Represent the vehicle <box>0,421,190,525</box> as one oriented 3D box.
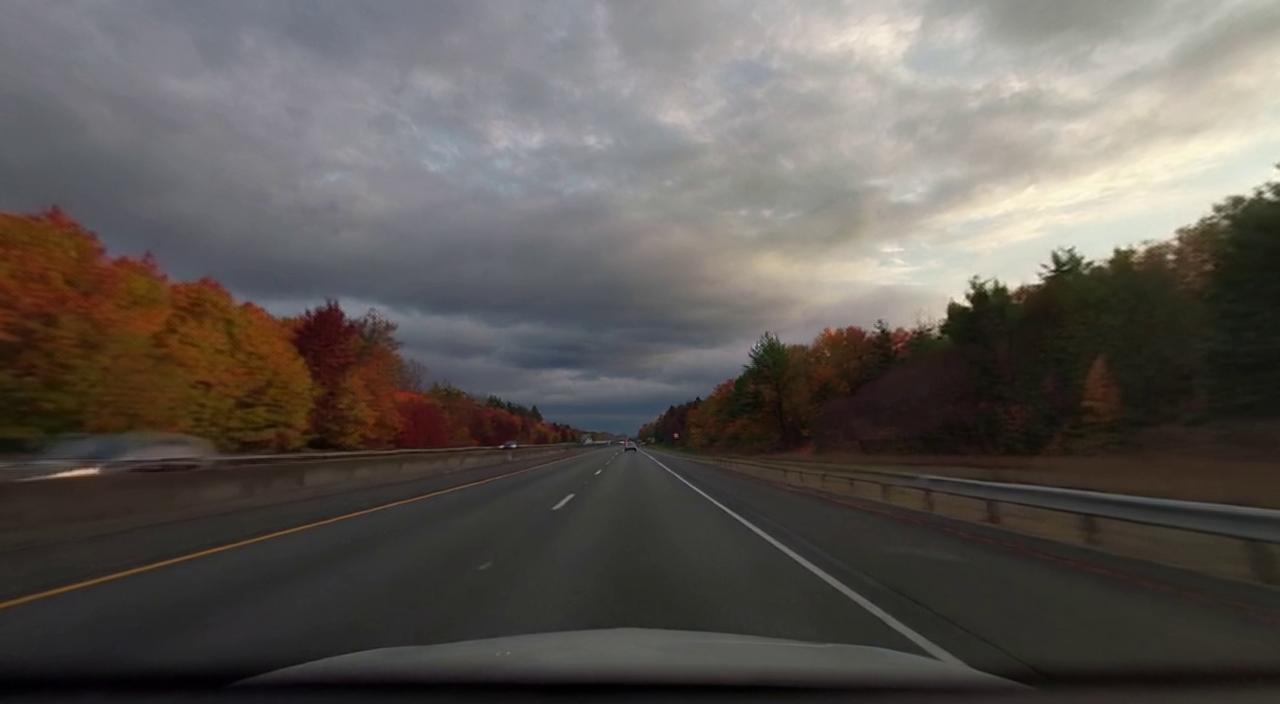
[{"bbox_3d":[-10.653,2.129,11.371,1.868,1.555,4.174,0,-9,-1],"label":"vehicle"}]
